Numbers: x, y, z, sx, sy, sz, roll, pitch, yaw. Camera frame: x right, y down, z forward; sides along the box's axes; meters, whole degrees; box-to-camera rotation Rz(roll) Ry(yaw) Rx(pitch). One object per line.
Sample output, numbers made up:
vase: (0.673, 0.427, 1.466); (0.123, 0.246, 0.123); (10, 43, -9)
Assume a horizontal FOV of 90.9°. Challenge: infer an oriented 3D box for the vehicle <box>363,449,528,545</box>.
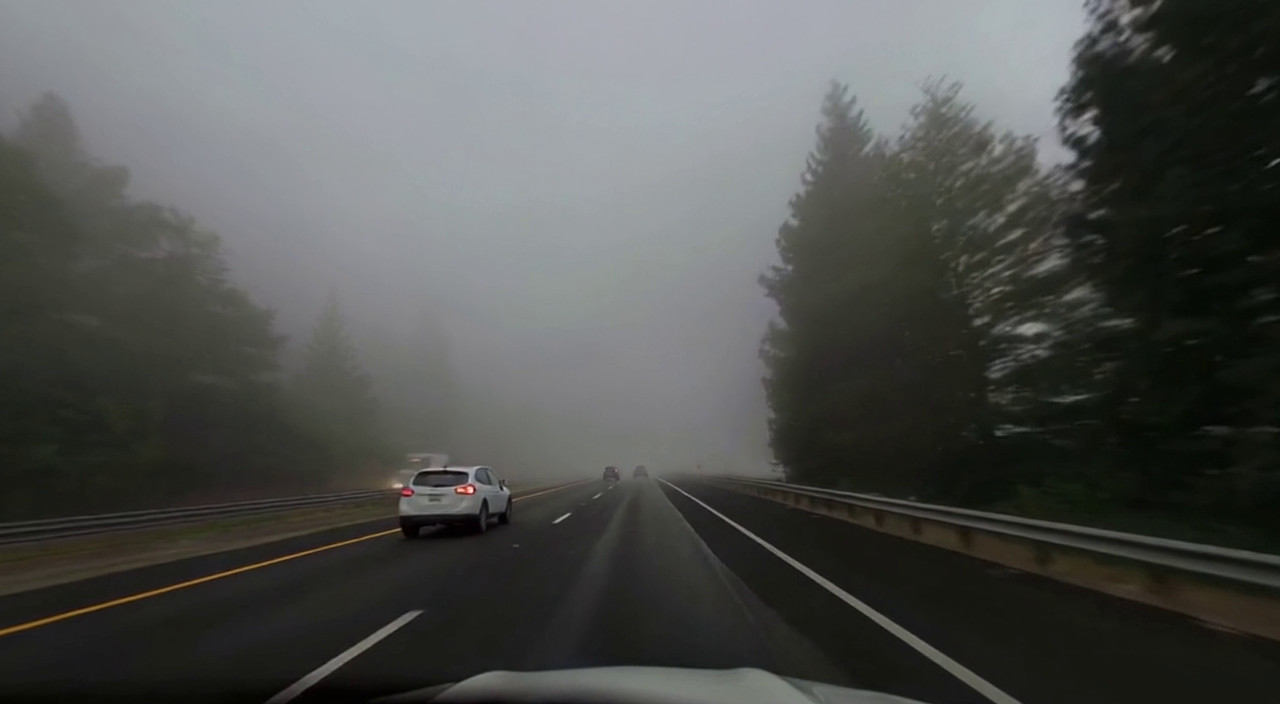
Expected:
vehicle: (-3.621, 2.808, 12.628); (1.900, 1.550, 4.146); (0, -11, 1)
